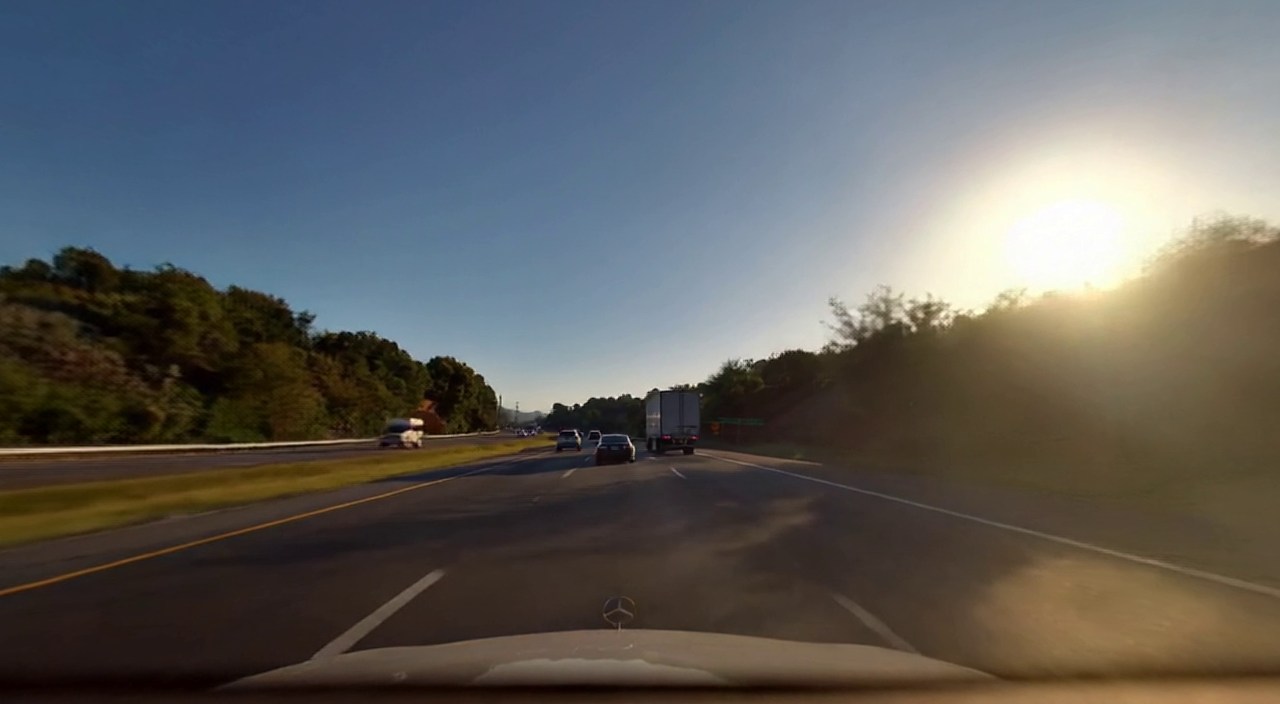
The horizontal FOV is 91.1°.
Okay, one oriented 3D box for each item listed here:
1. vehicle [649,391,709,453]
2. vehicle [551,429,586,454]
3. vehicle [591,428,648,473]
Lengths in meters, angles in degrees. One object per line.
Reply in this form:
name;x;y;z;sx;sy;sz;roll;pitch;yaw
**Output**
vehicle;2.691;5.690;49.260;2.946;4.111;14.652;0;-8;-3
vehicle;-5.402;6.827;47.917;2.234;1.773;5.134;0;-8;-2
vehicle;-0.826;3.844;24.742;2.048;1.563;4.087;0;-8;-2
